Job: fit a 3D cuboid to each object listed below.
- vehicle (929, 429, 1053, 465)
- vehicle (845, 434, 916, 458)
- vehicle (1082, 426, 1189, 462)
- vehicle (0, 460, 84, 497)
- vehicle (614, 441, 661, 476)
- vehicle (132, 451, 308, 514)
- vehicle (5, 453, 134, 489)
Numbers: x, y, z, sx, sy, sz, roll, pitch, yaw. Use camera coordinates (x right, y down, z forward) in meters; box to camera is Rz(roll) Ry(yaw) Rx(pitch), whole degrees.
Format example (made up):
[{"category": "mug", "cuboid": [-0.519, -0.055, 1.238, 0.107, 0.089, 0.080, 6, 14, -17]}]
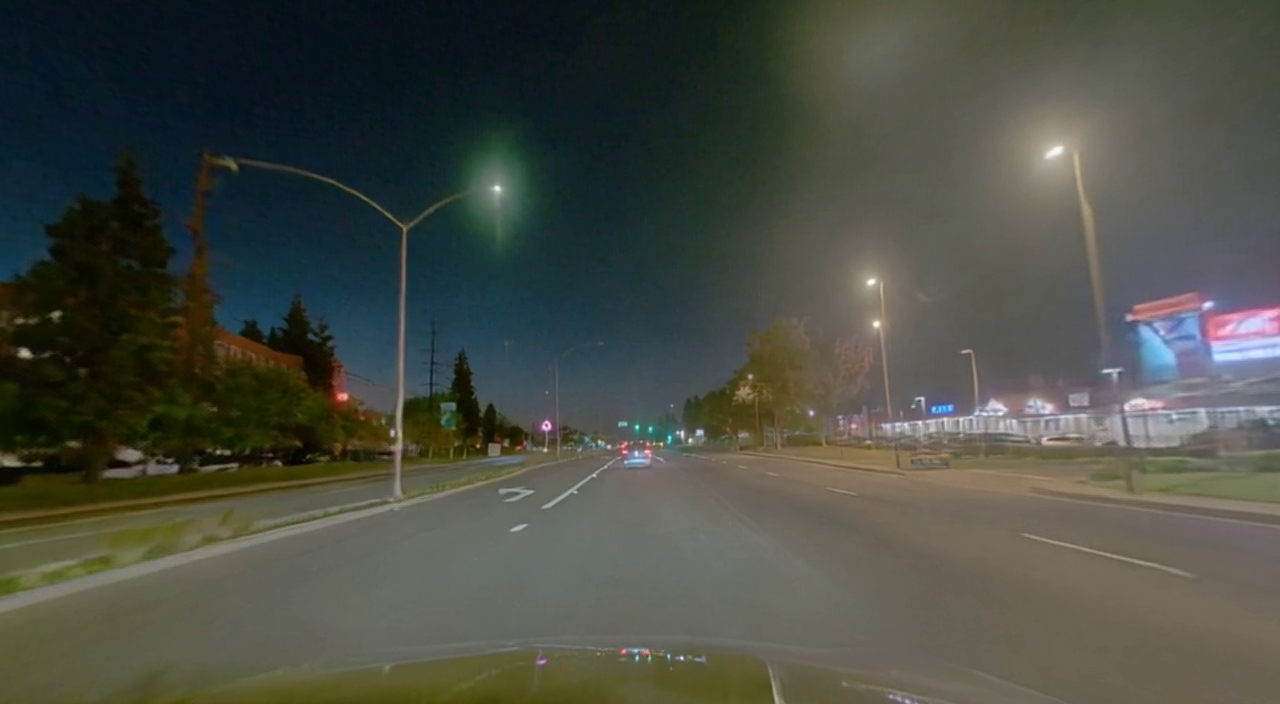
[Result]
[{"category": "vehicle", "cuboid": [17.895, 4.870, 32.278, 5.083, 1.778, 2.063, 0, -9, 0]}, {"category": "vehicle", "cuboid": [17.030, 6.702, 44.711, 4.224, 1.614, 2.028, 0, -9, -1]}, {"category": "vehicle", "cuboid": [27.990, 5.267, 35.820, 1.991, 1.877, 5.024, -1, -9, 1]}, {"category": "vehicle", "cuboid": [-27.002, 5.368, 26.793, 4.660, 1.446, 1.870, 0, -8, -4]}, {"category": "vehicle", "cuboid": [-0.171, 4.806, 28.612, 1.998, 1.452, 3.773, 0, -8, -2]}, {"category": "vehicle", "cuboid": [-11.950, 3.695, 18.383, 2.041, 1.553, 4.433, 0, -8, 0]}, {"category": "vehicle", "cuboid": [-27.222, 5.673, 30.148, 4.294, 1.643, 1.948, -1, -8, 2]}]
